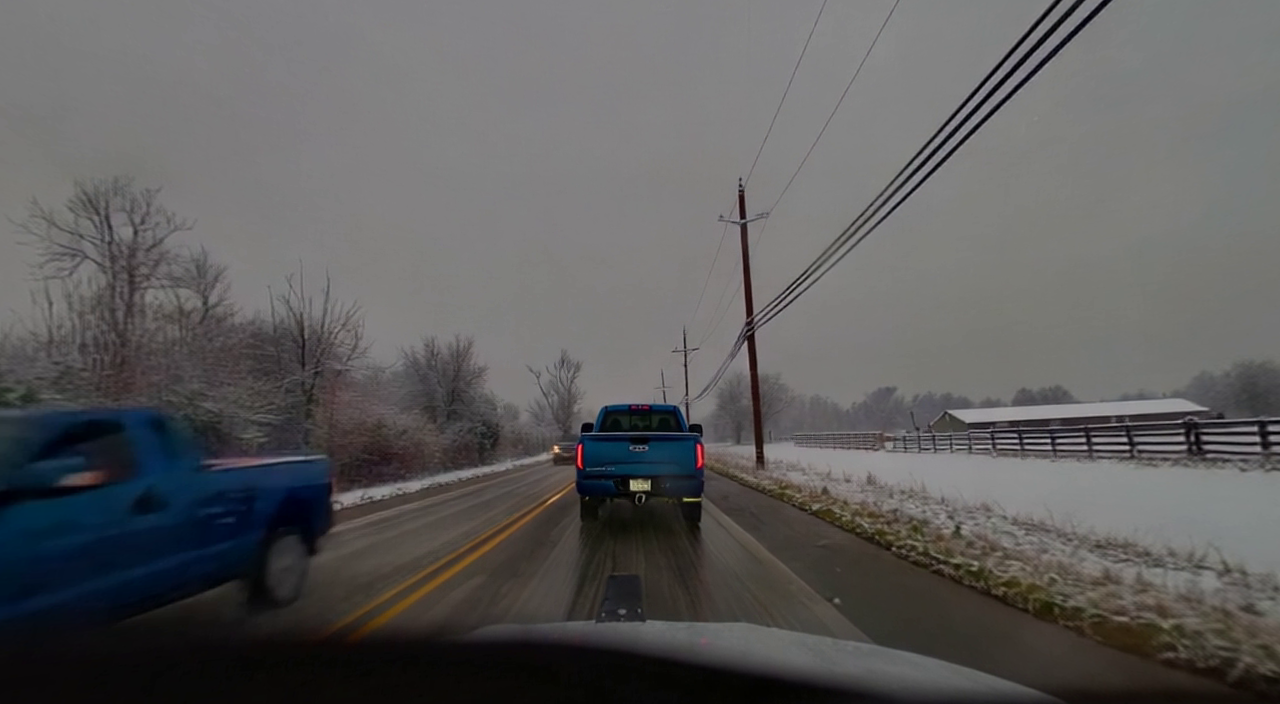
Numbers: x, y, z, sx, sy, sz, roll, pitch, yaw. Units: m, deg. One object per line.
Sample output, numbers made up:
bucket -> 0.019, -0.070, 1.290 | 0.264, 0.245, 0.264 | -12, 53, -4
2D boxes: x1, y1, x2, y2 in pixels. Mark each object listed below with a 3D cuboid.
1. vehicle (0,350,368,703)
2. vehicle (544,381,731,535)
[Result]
vehicle -> -4.132, 1.156, 4.643 | 2.193, 1.805, 4.657 | 0, -8, 0
vehicle -> -0.081, 1.962, 12.161 | 2.693, 2.223, 5.885 | 0, -8, -1
